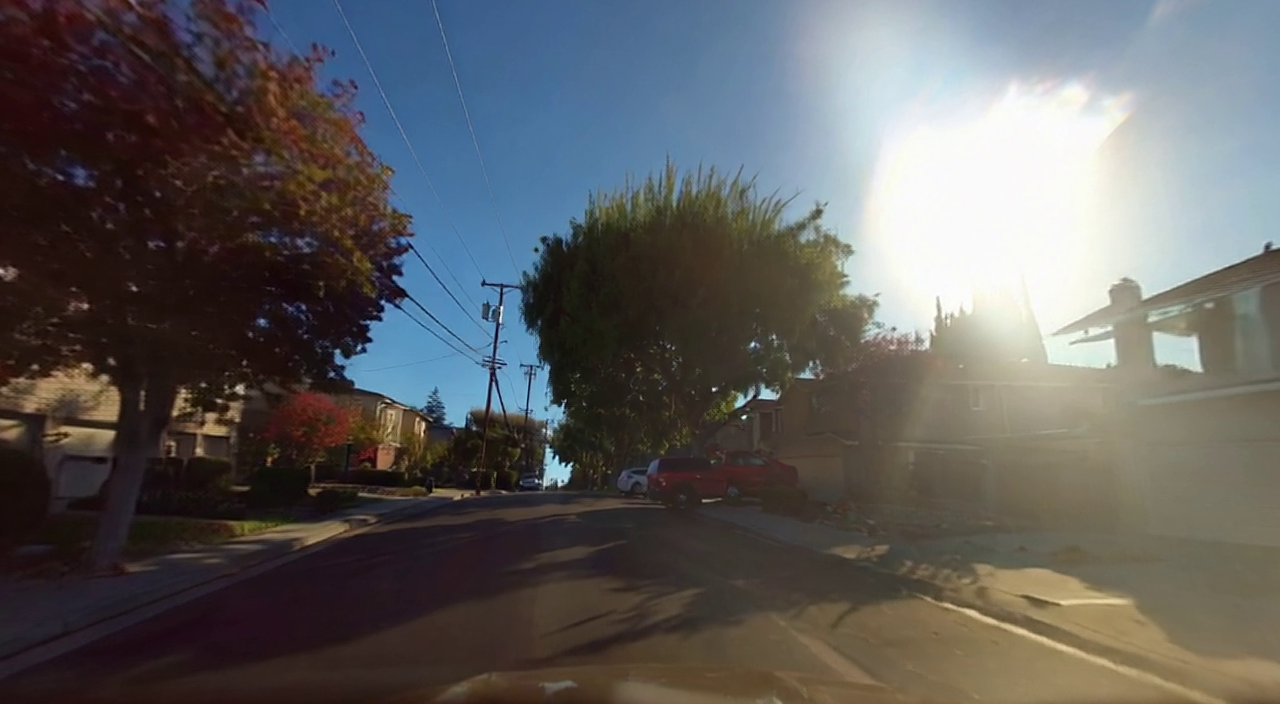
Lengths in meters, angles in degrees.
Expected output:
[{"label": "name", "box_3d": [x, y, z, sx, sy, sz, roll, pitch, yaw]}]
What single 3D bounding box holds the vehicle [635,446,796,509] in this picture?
[{"label": "vehicle", "box_3d": [2.194, 3.690, 18.962, 4.413, 1.728, 1.869, 1, -8, -10]}]
